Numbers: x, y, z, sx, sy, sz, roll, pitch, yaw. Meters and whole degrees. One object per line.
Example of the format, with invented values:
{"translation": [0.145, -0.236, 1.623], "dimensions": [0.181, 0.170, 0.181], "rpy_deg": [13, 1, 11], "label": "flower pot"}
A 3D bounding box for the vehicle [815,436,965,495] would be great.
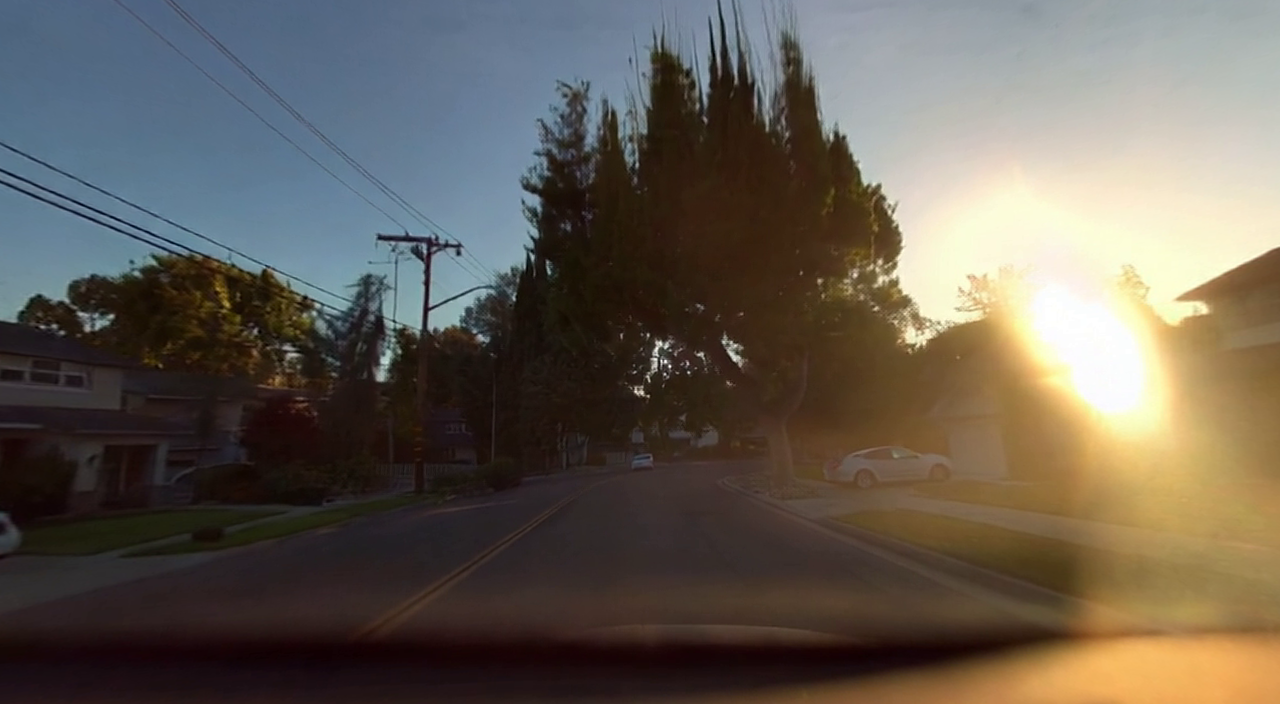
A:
{"translation": [7.729, 3.531, 19.843], "dimensions": [3.846, 1.725, 1.920], "rpy_deg": [0, -8, -3], "label": "vehicle"}
